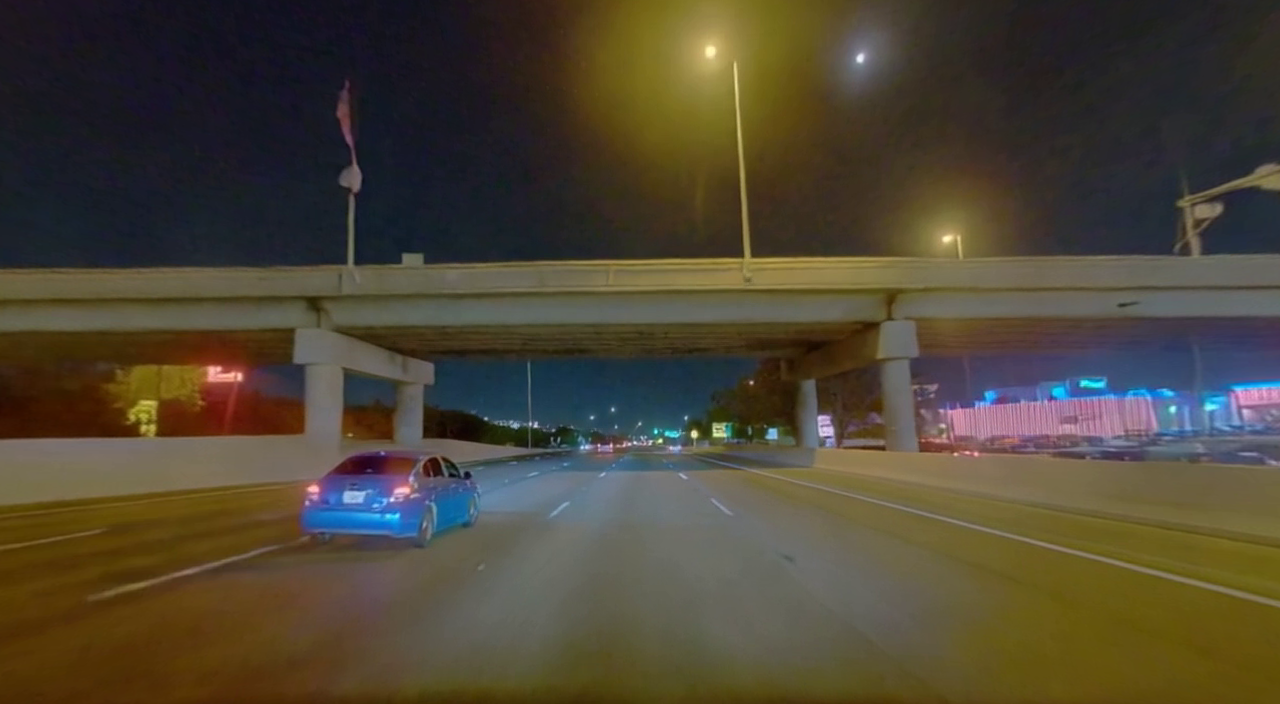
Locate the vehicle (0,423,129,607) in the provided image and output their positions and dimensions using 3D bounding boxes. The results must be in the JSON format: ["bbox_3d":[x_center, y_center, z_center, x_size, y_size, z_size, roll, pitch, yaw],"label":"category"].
[{"bbox_3d":[-6.374,1.242,4.419,1.990,1.529,4.288,0,-8,0],"label":"vehicle"}]

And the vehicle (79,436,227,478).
[{"bbox_3d":[-19.577,4.237,25.730,2.300,1.517,4.605,0,-8,1],"label":"vehicle"}]
